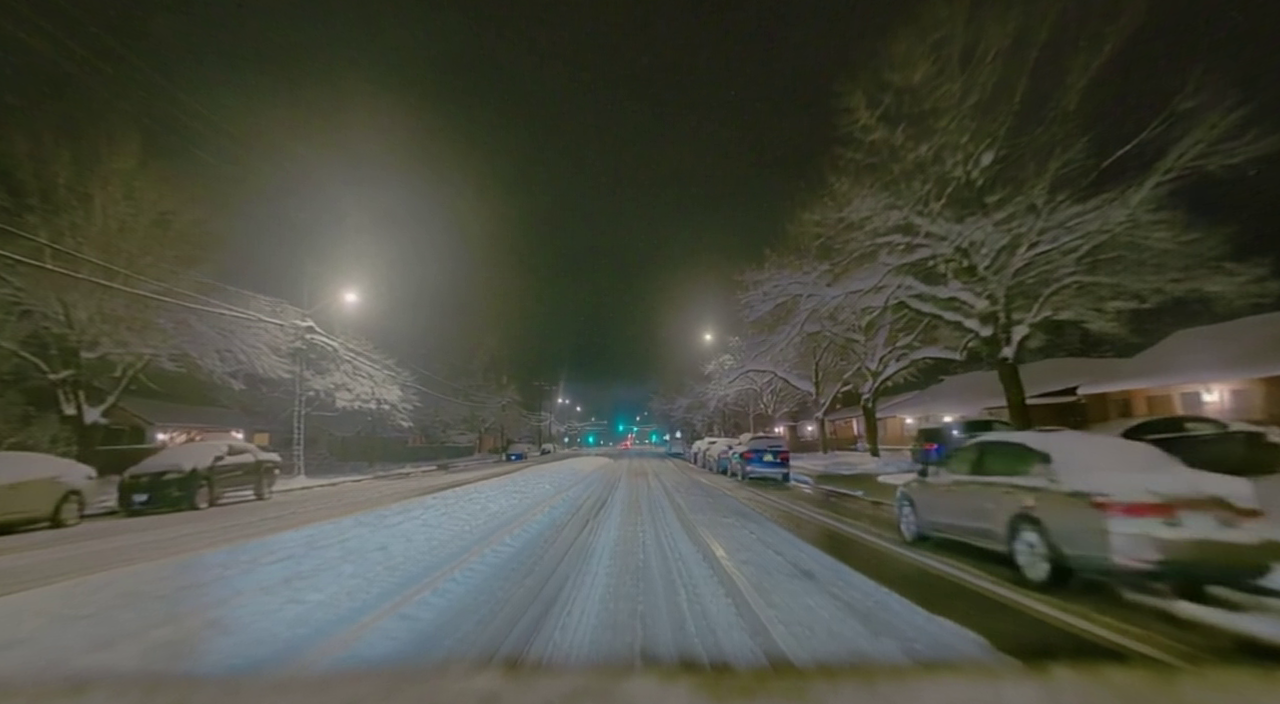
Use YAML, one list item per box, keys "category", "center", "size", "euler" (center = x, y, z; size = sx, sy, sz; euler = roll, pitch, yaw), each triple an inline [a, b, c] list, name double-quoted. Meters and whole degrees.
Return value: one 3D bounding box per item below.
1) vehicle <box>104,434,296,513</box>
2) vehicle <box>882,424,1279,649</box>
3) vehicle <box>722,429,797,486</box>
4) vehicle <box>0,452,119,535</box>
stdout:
- category: "vehicle"
  center: [-12.601, 3.501, 18.652]
  size: [2.075, 1.917, 4.984]
  euler: [-2, -9, 0]
- category: "vehicle"
  center: [4.691, 1.595, 6.808]
  size: [2.035, 1.498, 4.910]
  euler: [0, -8, -2]
- category: "vehicle"
  center: [4.404, 3.940, 24.164]
  size: [2.074, 1.838, 5.402]
  euler: [1, -8, 3]
- category: "vehicle"
  center: [-12.553, 2.683, 11.642]
  size: [1.925, 1.498, 4.850]
  euler: [-5, -9, -1]
